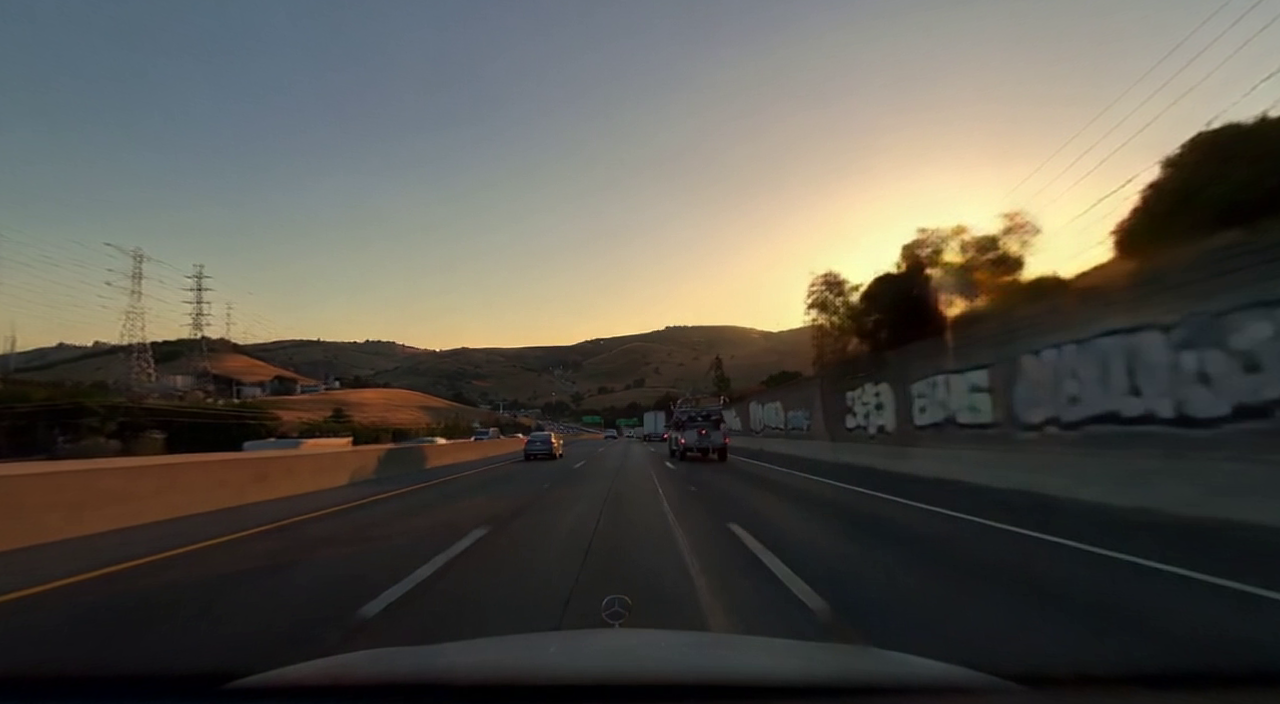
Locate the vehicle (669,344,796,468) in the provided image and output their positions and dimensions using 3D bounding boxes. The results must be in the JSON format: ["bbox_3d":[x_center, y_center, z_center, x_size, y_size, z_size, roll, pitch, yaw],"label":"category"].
[{"bbox_3d":[3.112,2.396,25.115,3.060,3.842,11.095,0,-8,-2],"label":"vehicle"}]

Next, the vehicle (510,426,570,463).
[{"bbox_3d":[-4.319,4.070,27.885,1.965,1.486,4.448,0,-8,-1],"label":"vehicle"}]

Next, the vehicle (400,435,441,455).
[{"bbox_3d":[-16.139,6.848,46.456,1.642,1.416,3.639,0,-8,1],"label":"vehicle"}]
